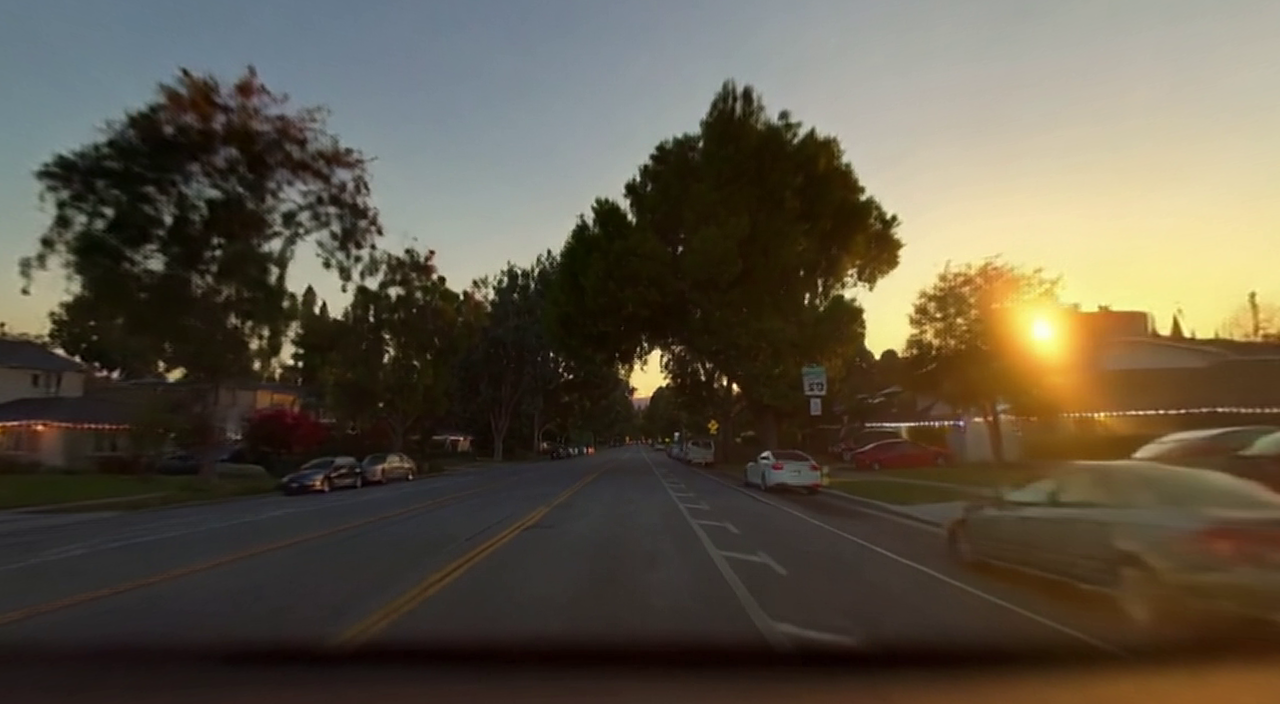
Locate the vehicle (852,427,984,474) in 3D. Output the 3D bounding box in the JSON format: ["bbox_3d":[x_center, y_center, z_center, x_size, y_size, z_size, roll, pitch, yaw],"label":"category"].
[{"bbox_3d":[12.402,4.387,28.428,4.825,1.675,2.184,-4,-7,-2],"label":"vehicle"}]

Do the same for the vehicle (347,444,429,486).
[{"bbox_3d":[-12.628,5.669,32.073,2.075,1.917,4.984,-1,-9,0],"label":"vehicle"}]

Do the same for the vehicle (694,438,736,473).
[{"bbox_3d":[4.401,6.104,37.749,2.074,1.838,5.402,1,-8,3],"label":"vehicle"}]

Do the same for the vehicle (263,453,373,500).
[{"bbox_3d":[-12.640,4.868,25.202,1.925,1.498,4.850,-4,-9,-1],"label":"vehicle"}]

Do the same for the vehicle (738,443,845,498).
[{"bbox_3d":[4.647,3.700,20.285,2.035,1.498,4.910,0,-8,-2],"label":"vehicle"}]

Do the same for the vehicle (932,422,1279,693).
[{"bbox_3d":[4.759,1.590,5.808,1.934,1.546,5.009,3,-9,2],"label":"vehicle"}]
